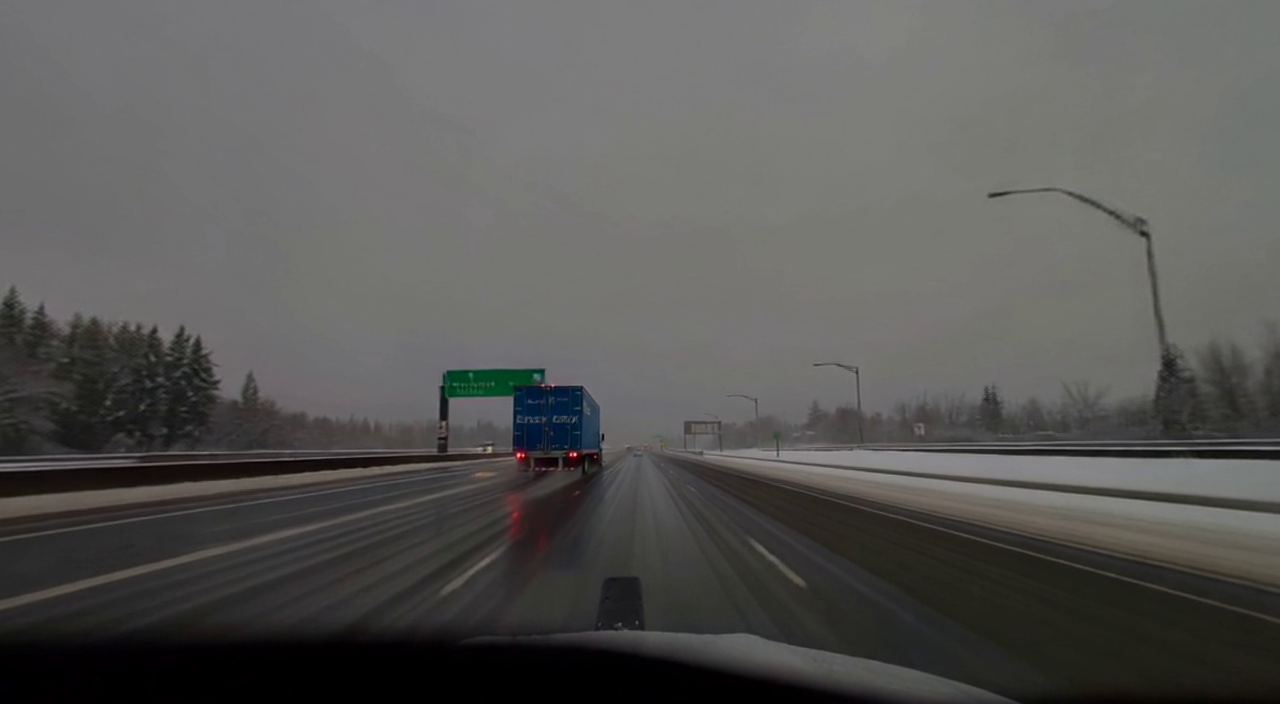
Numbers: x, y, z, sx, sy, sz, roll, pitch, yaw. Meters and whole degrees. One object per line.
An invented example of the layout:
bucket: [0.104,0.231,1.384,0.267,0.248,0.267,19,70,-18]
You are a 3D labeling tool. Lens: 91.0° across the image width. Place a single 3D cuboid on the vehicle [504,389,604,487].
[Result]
vehicle: [-3.257,3.677,26.457,2.922,3.458,8.360,0,-9,1]
